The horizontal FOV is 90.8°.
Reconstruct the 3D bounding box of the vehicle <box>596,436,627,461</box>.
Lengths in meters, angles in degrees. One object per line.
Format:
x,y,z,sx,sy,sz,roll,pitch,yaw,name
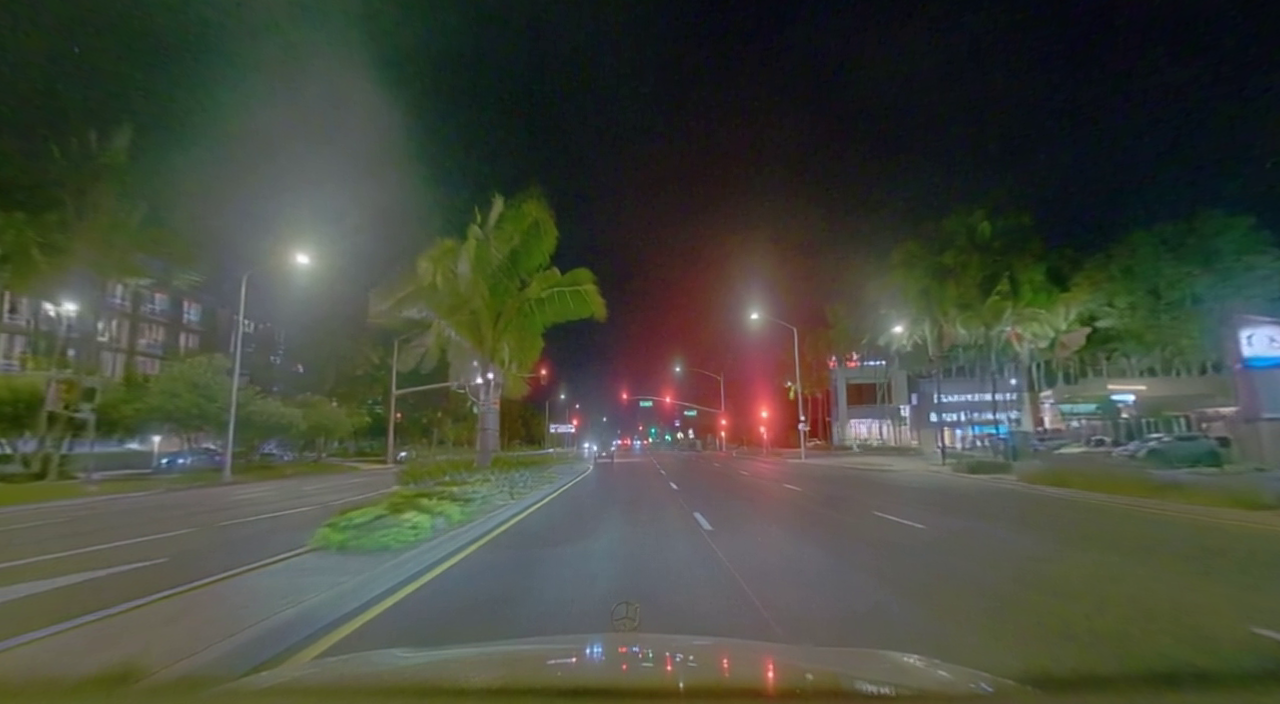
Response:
-2.071,6.858,44.983,1.990,1.639,3.885,1,-8,-6,vehicle

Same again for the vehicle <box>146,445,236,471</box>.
-31.724,7.464,44.895,2.099,1.731,5.736,0,-8,1,vehicle

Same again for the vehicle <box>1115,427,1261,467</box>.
25.590,4.455,29.636,4.918,1.814,2.014,0,-8,0,vehicle
